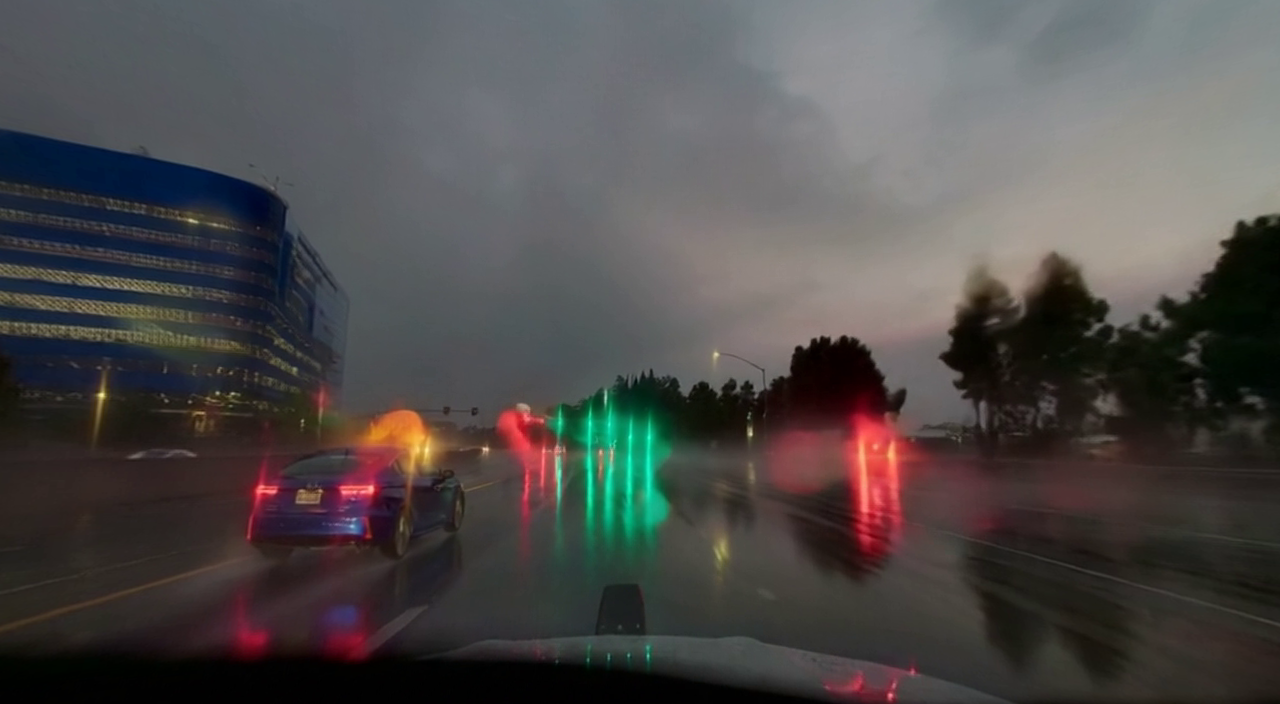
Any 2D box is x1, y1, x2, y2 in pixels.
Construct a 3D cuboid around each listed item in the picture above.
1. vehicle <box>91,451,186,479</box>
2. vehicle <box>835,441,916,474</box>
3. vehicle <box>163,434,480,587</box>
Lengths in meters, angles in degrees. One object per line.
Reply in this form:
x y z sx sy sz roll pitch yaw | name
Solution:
-28.689 6.440 36.357 1.903 1.465 4.752 1 -9 -5 | vehicle
12.461 5.596 33.838 1.983 1.613 5.190 1 -9 -5 | vehicle
-3.689 1.887 8.450 2.018 1.476 4.364 0 -8 -1 | vehicle
